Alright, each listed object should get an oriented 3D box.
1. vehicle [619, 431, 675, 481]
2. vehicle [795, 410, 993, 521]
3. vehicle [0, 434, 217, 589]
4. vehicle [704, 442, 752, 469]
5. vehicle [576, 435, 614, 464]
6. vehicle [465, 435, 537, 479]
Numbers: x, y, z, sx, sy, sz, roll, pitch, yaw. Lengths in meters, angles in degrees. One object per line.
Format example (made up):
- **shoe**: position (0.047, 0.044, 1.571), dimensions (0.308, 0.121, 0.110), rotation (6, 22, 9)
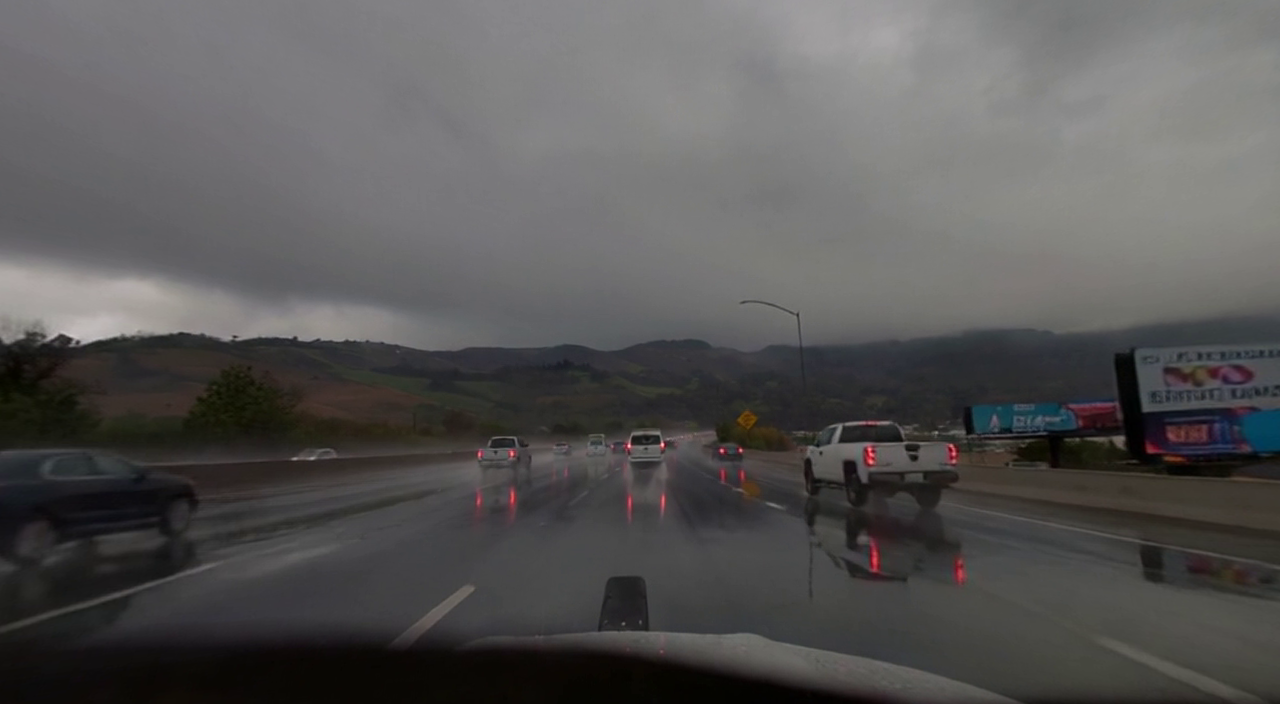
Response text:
- **vehicle**: position (0.250, 4.124, 25.263), dimensions (2.052, 1.808, 3.898), rotation (0, -8, 0)
- **vehicle**: position (4.925, 2.283, 13.154), dimensions (2.029, 1.859, 4.669), rotation (0, -8, -2)
- **vehicle**: position (-7.166, 1.648, 6.749), dimensions (1.916, 1.482, 4.908), rotation (0, -8, -1)
- **vehicle**: position (4.921, 5.857, 35.922), dimensions (1.998, 1.456, 4.338), rotation (0, -8, -2)
- **vehicle**: position (-3.319, 7.373, 47.691), dimensions (2.316, 1.999, 5.765), rotation (0, -8, 1)
- **vehicle**: position (-6.218, 4.747, 28.834), dimensions (2.160, 1.799, 5.001), rotation (0, -8, 0)
